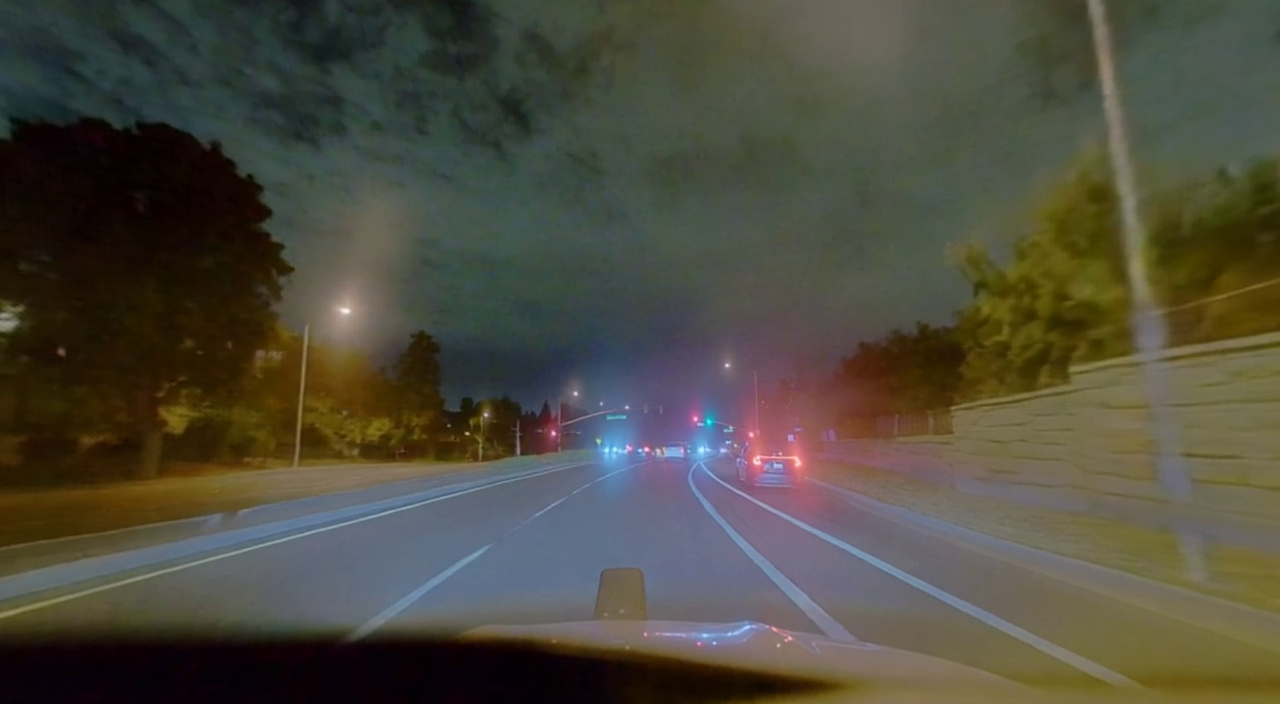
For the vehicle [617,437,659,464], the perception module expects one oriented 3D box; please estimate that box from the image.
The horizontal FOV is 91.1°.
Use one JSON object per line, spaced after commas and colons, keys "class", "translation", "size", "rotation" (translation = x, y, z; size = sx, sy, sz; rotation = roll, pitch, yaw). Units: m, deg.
{"class": "vehicle", "translation": [-0.083, 6.852, 43.743], "size": [2.152, 1.822, 4.391], "rotation": [-2, -9, 11]}
